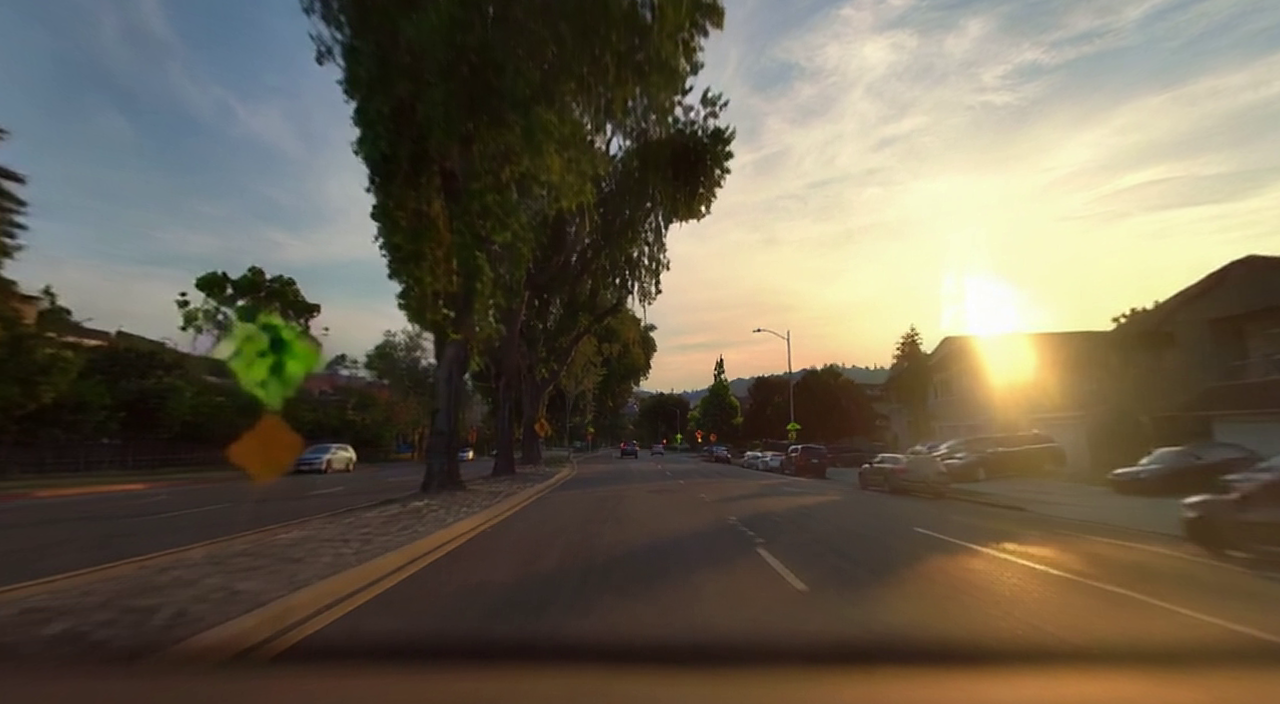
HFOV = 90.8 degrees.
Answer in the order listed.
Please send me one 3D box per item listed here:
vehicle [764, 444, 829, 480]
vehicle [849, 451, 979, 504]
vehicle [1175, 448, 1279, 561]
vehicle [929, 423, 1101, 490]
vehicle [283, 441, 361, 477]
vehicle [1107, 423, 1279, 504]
[{"bbox_3d":[8.458,5.965,34.713,2.100,1.821,4.991,0,-8,-2],"label":"vehicle"},{"bbox_3d":[9.032,4.140,21.404,2.009,1.493,4.983,0,-8,-2],"label":"vehicle"},{"bbox_3d":[9.579,2.013,7.597,2.034,1.499,5.008,6,-9,1],"label":"vehicle"},{"bbox_3d":[15.998,4.429,27.188,5.911,2.054,2.167,-6,-6,-2],"label":"vehicle"},{"bbox_3d":[-18.165,6.085,36.417,2.016,1.755,5.389,-3,-8,-4],"label":"vehicle"},{"bbox_3d":[17.182,3.329,19.228,4.060,1.792,2.143,-7,-7,-4],"label":"vehicle"}]
